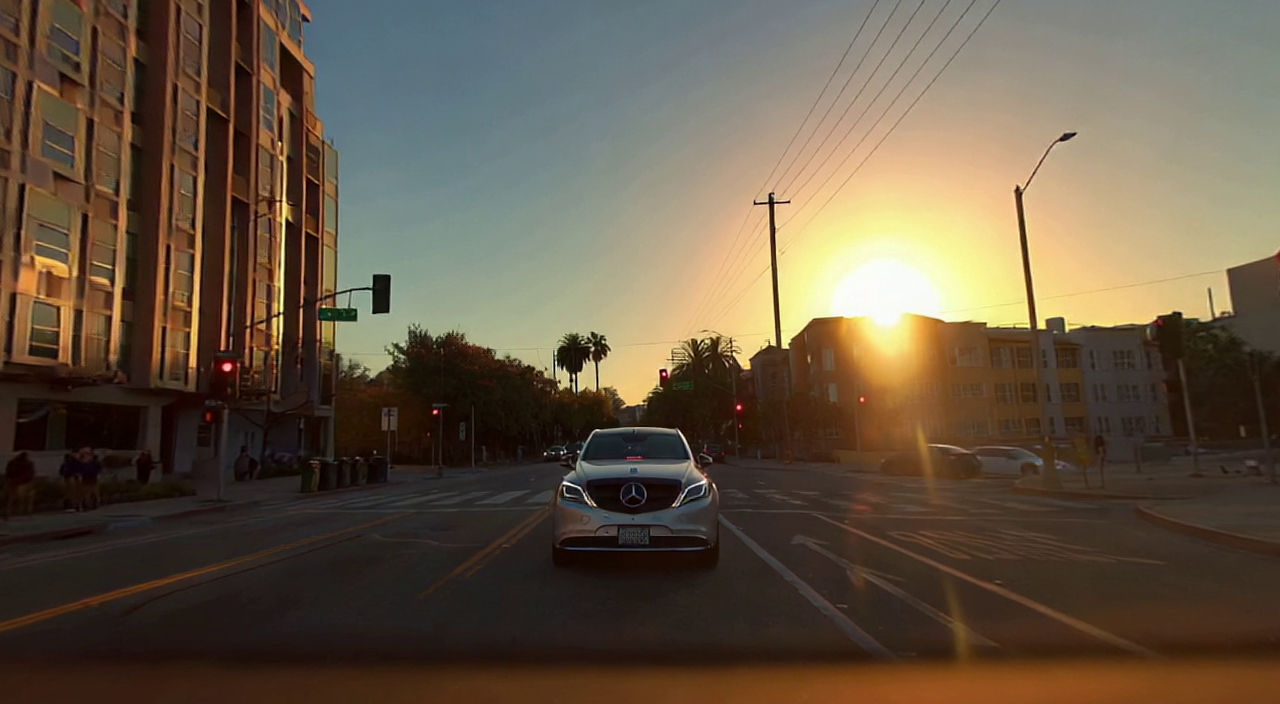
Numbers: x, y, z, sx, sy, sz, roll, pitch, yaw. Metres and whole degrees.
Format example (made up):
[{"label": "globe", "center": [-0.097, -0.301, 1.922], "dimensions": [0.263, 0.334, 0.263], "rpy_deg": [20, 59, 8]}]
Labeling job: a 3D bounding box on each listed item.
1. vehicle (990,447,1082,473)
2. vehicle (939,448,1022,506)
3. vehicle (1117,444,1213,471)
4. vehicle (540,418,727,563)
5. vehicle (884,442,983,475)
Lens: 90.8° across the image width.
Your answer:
[{"label": "vehicle", "center": [24.220, 6.603, 38.693], "dimensions": [4.417, 1.462, 1.761], "rpy_deg": [0, -8, -1]}, {"label": "vehicle", "center": [10.942, 3.878, 20.188], "dimensions": [2.004, 1.593, 4.118], "rpy_deg": [-5, -10, 30]}, {"label": "vehicle", "center": [32.148, 6.462, 38.771], "dimensions": [4.234, 1.613, 1.812], "rpy_deg": [0, -8, -1]}, {"label": "vehicle", "center": [-0.082, 1.873, 9.220], "dimensions": [2.144, 1.643, 3.770], "rpy_deg": [0, -8, 0]}, {"label": "vehicle", "center": [16.160, 5.879, 34.988], "dimensions": [4.494, 1.704, 1.976], "rpy_deg": [-1, -9, 7]}]
